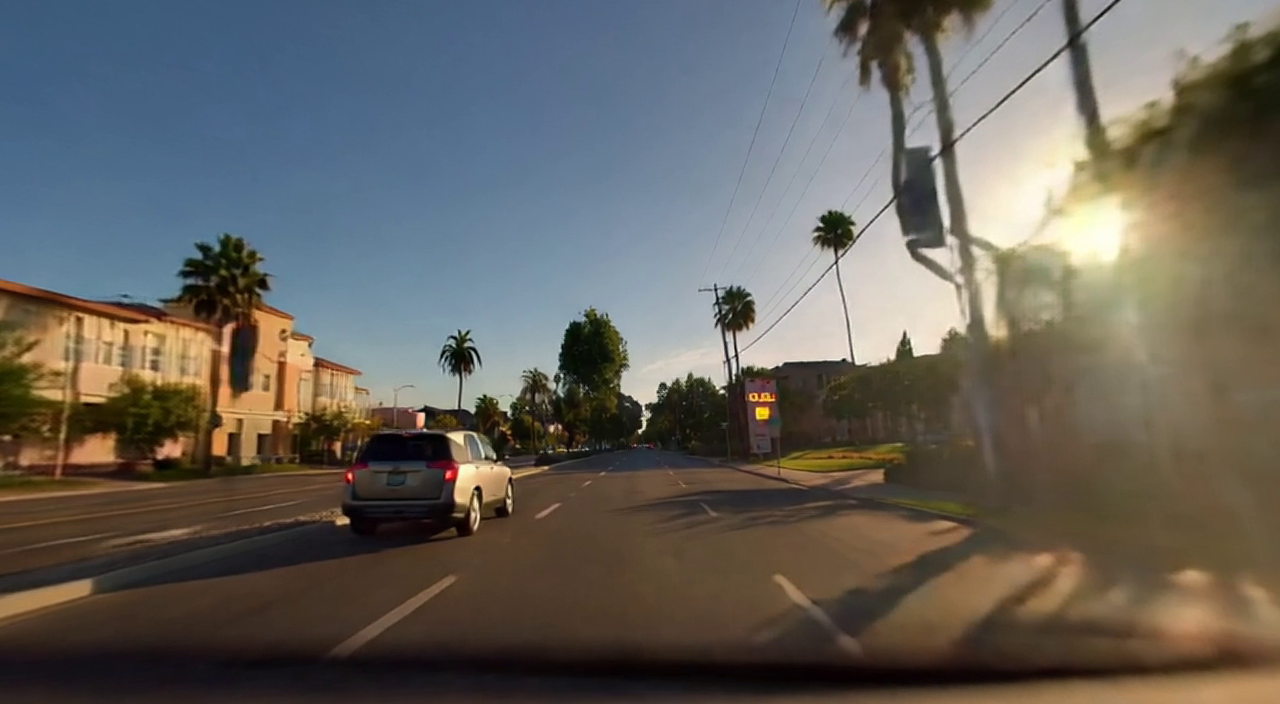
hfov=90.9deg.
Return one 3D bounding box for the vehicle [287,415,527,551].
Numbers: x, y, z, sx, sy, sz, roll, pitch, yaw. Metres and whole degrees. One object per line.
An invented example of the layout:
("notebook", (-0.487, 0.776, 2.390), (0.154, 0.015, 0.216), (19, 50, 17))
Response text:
("vehicle", (-3.377, 1.992, 10.354), (2.062, 1.693, 4.669), (0, -8, 1))
